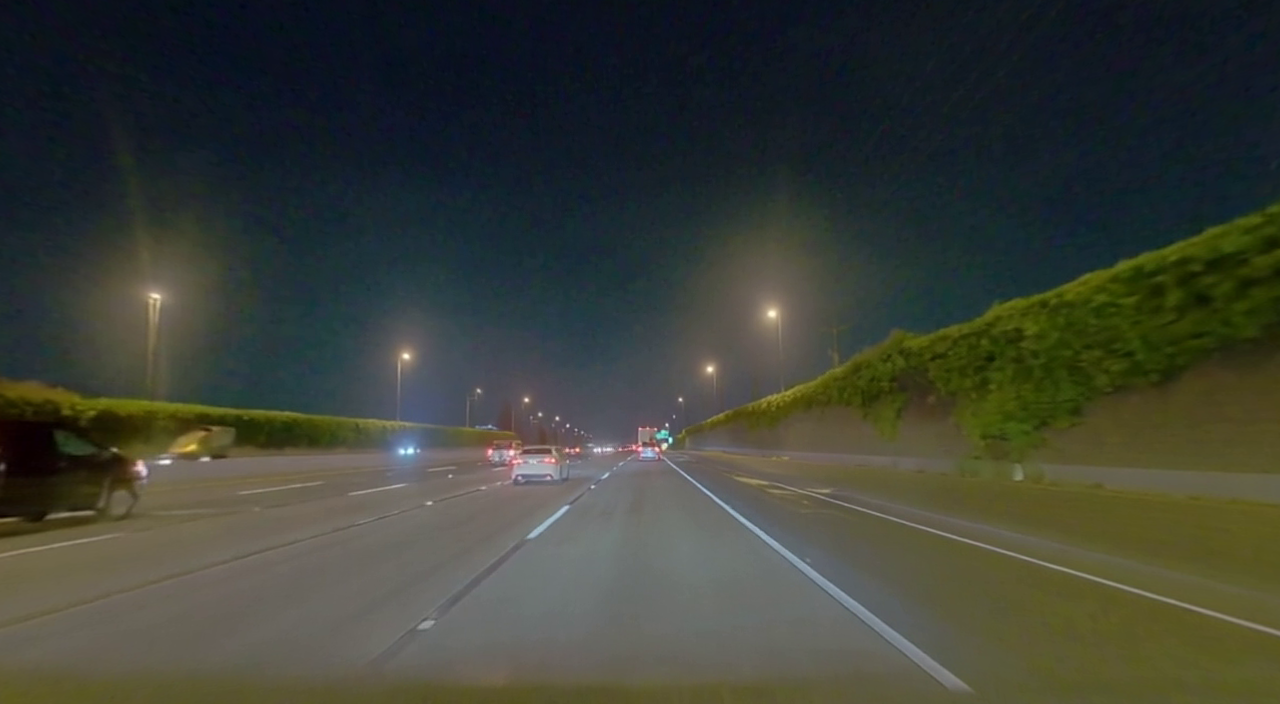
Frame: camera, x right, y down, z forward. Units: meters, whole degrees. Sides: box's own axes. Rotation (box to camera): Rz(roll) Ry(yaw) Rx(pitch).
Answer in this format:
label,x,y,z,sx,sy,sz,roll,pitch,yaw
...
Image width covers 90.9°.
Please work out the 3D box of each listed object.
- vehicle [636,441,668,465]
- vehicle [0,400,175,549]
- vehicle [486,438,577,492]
label,x,y,z,sx,sy,sz,roll,pitch,yaw
vehicle,0.773,6.736,42.363,2.073,1.480,4.343,0,-8,0
vehicle,-9.923,1.713,8.850,2.339,2.018,5.790,-1,-8,0
vehicle,-3.223,3.448,19.595,2.056,1.480,4.022,-1,-8,1
